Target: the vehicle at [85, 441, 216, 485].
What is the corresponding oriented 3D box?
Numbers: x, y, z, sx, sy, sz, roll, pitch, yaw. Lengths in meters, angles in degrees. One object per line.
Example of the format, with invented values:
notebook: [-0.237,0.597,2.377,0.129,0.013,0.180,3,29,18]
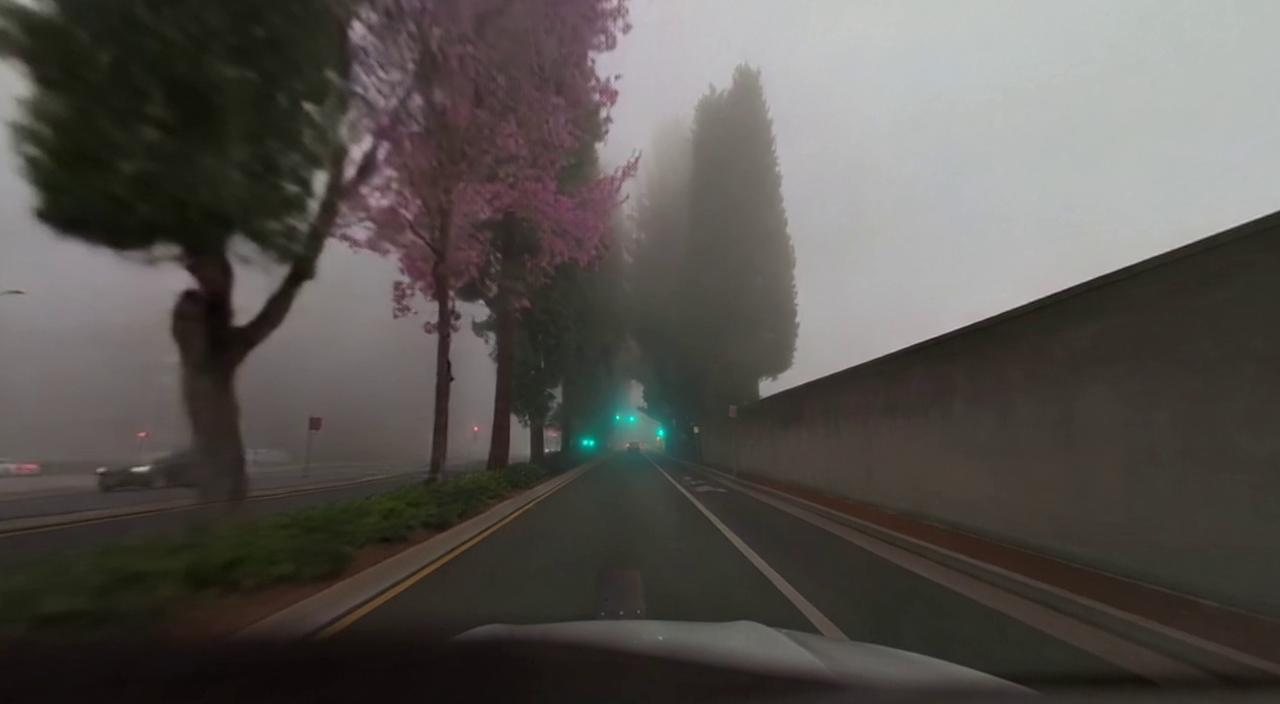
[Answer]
vehicle: [-20.623,4.659,26.818,1.896,1.689,4.599,0,-8,0]
